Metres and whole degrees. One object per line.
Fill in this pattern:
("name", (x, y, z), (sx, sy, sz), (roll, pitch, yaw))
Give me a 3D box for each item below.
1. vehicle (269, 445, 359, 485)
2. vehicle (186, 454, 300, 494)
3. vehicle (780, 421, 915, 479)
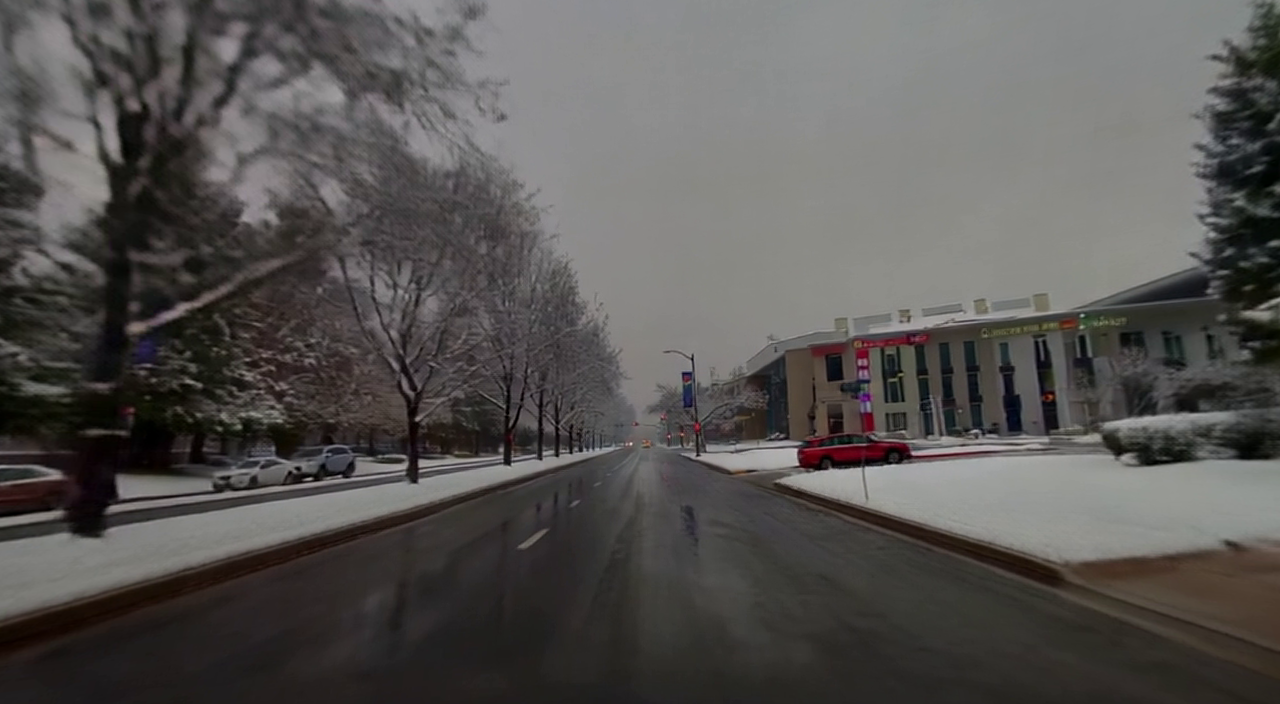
("vehicle", (-17.262, 5.959, 33.574), (2.301, 1.821, 4.731), (-4, -8, 1))
("vehicle", (-17.402, 5.326, 27.857), (1.873, 1.544, 4.794), (0, -8, 1))
("vehicle", (8.682, 4.145, 26.629), (4.716, 1.672, 2.330), (-8, -8, -2))
